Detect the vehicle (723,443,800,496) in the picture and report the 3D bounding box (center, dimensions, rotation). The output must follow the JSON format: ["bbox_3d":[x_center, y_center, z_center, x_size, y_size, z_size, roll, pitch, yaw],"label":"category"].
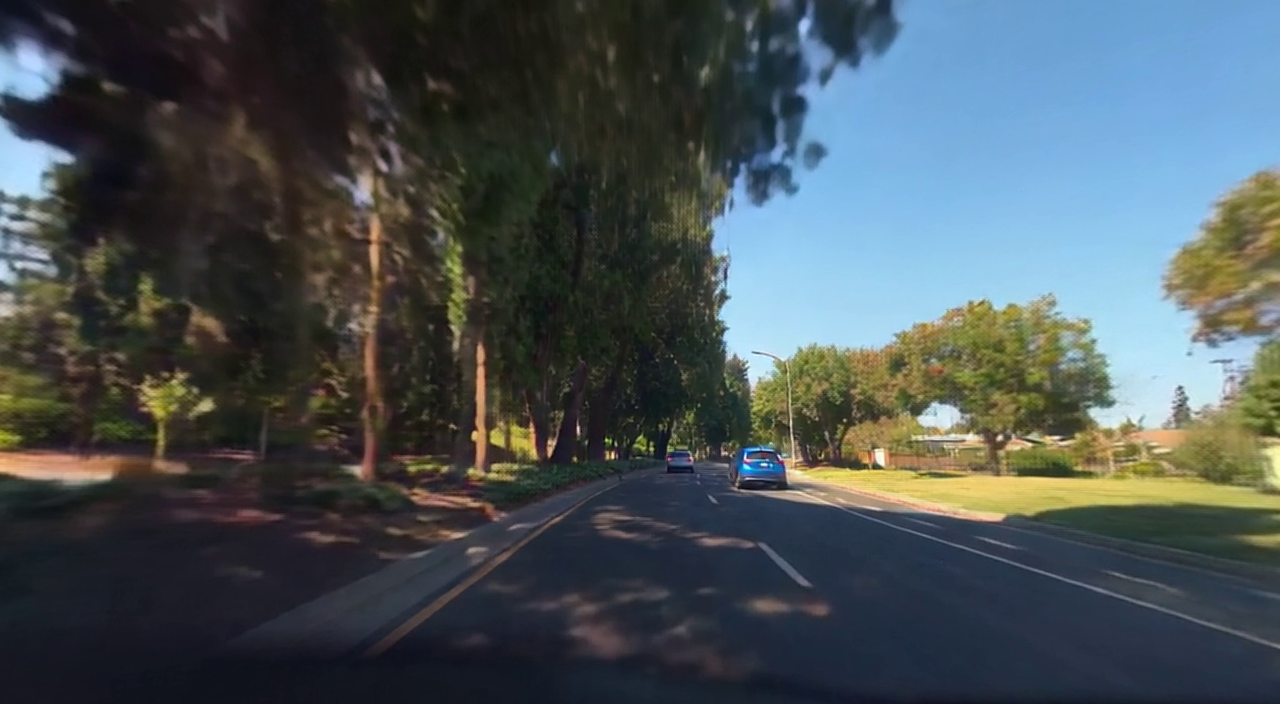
[{"bbox_3d":[4.138,4.039,22.114,1.971,1.663,4.287,0,-8,2],"label":"vehicle"}]

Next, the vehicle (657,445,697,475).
[{"bbox_3d":[2.454,6.946,40.752,2.251,1.822,4.391,-1,-9,8],"label":"vehicle"}]
